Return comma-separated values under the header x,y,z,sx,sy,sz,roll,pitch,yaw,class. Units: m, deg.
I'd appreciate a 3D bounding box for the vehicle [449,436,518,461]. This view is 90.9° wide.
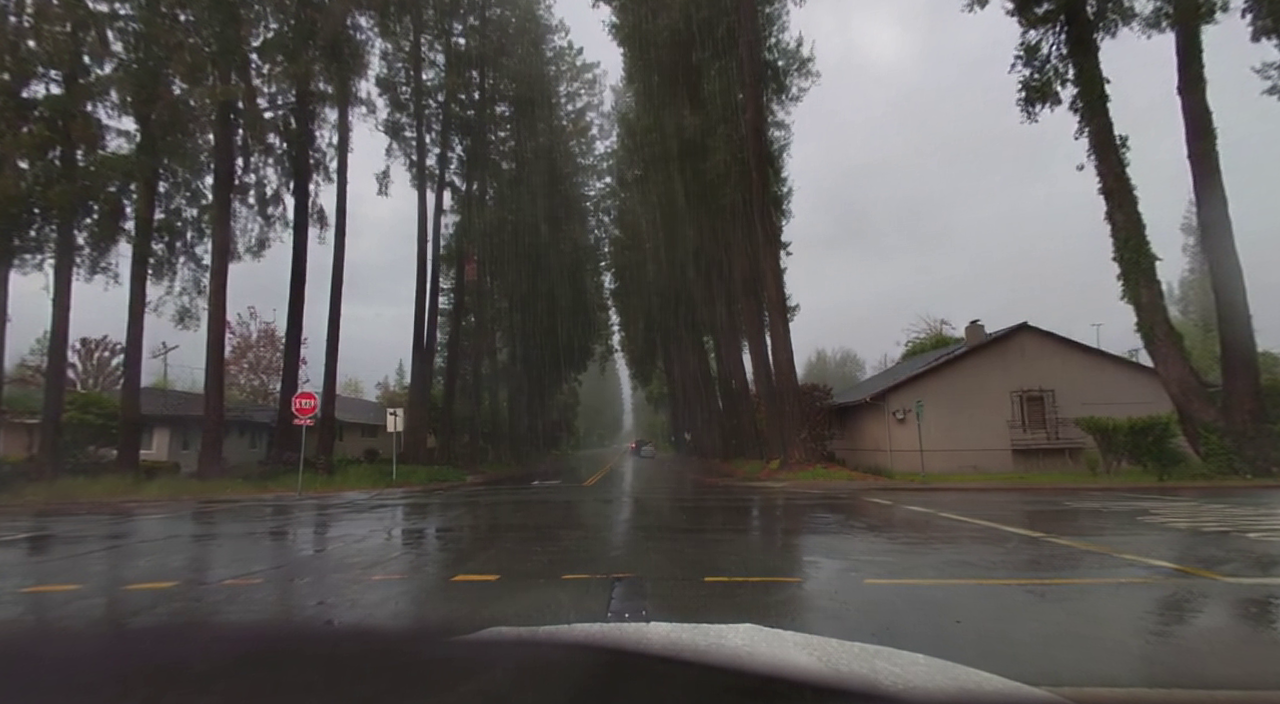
x,y,z,sx,sy,sz,roll,pitch,yaw,class
-11.668,7.209,47.241,4.622,1.782,1.836,0,-8,1,vehicle
